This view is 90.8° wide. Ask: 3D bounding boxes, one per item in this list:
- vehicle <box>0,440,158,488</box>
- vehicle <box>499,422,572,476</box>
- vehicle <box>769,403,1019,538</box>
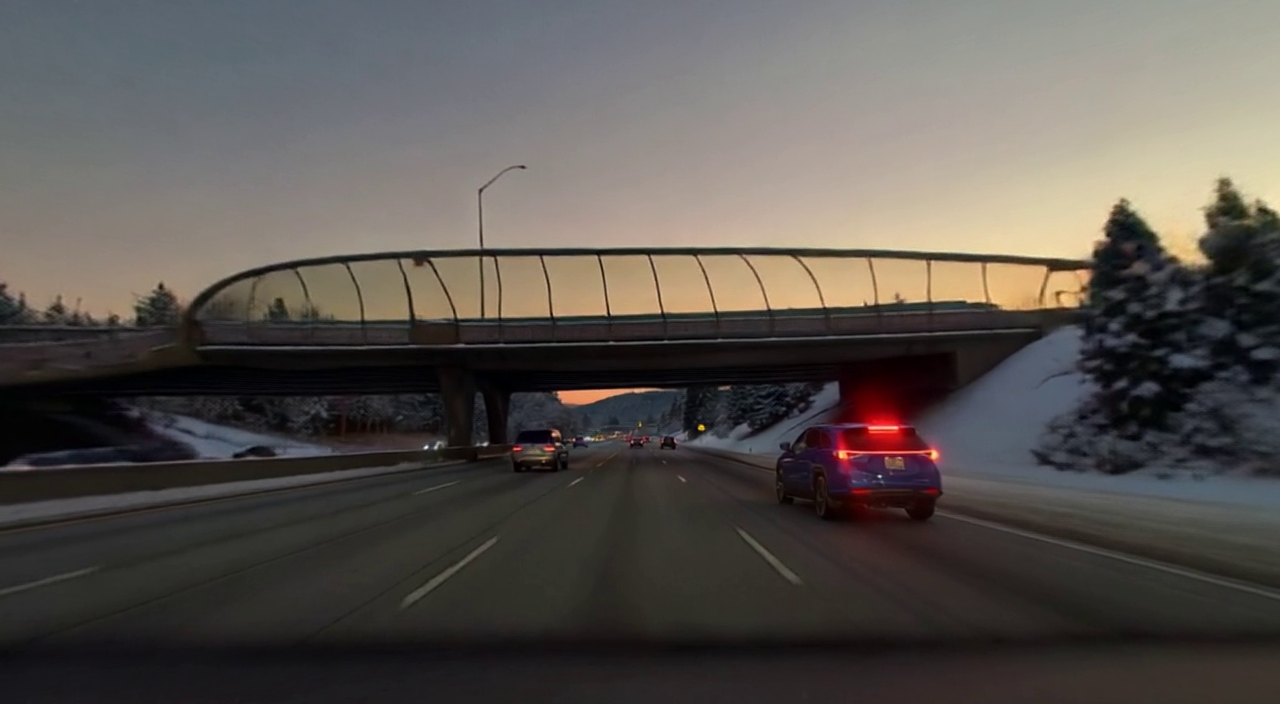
[{"bbox_3d":[-22.801,4.492,25.745,2.224,1.713,5.176,0,-9,0],"label":"vehicle"},{"bbox_3d":[-3.941,3.774,24.698,2.018,1.872,4.728,0,-8,0],"label":"vehicle"},{"bbox_3d":[3.790,1.878,10.551,2.185,1.749,4.477,0,-8,-2],"label":"vehicle"}]
